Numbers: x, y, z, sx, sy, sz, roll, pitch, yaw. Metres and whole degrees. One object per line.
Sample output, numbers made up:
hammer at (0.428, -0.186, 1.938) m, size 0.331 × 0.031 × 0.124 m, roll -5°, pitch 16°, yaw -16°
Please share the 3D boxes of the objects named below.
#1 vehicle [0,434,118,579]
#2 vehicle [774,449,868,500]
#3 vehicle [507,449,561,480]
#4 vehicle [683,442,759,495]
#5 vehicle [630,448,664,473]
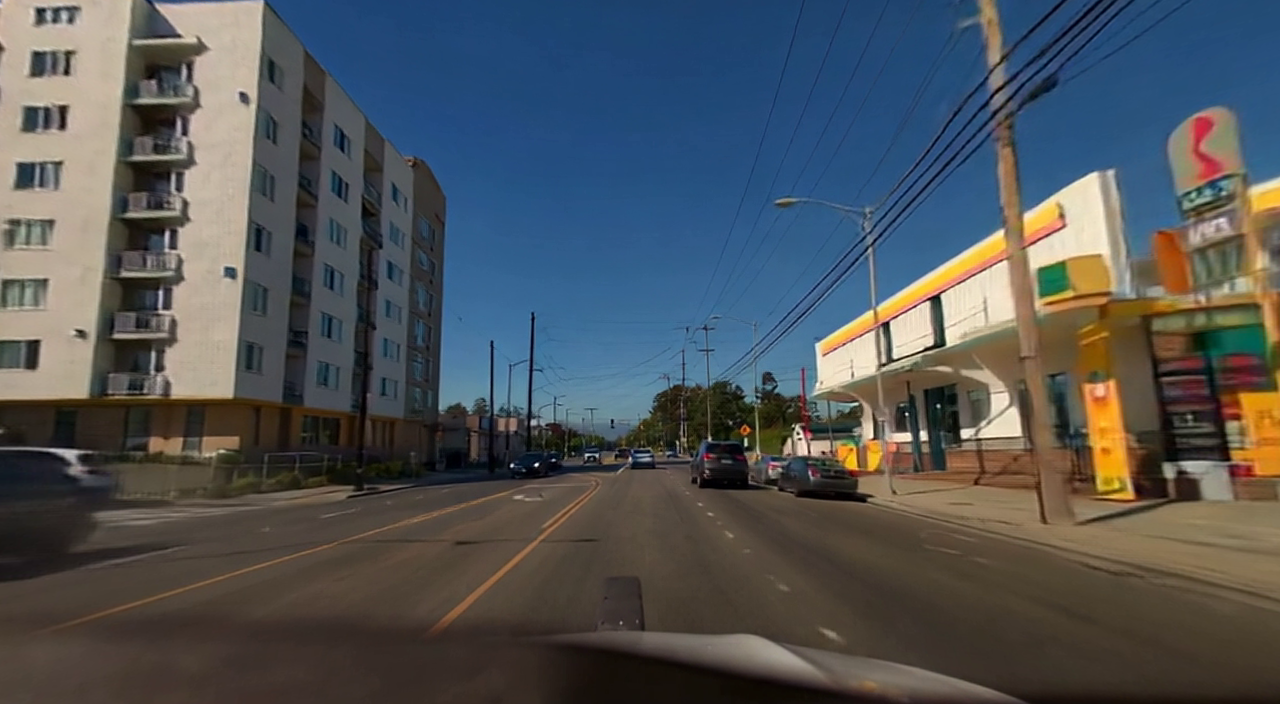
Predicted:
vehicle at (-9.038, 1.858, 7.362) m, size 2.000 × 1.796 × 4.529 m, roll 0°, pitch -8°, yaw 0°
vehicle at (6.015, 4.102, 21.593) m, size 1.914 × 1.513 × 4.474 m, roll 0°, pitch -8°, yaw 1°
vehicle at (-5.545, 5.947, 33.610) m, size 2.033 × 1.495 × 4.216 m, roll -1°, pitch -8°, yaw 2°
vehicle at (2.693, 3.986, 22.014) m, size 1.945 × 1.647 × 4.160 m, roll 0°, pitch -8°, yaw -2°
vehicle at (0.440, 6.671, 39.077) m, size 1.999 × 1.487 × 3.939 m, roll 0°, pitch -8°, yaw 1°
